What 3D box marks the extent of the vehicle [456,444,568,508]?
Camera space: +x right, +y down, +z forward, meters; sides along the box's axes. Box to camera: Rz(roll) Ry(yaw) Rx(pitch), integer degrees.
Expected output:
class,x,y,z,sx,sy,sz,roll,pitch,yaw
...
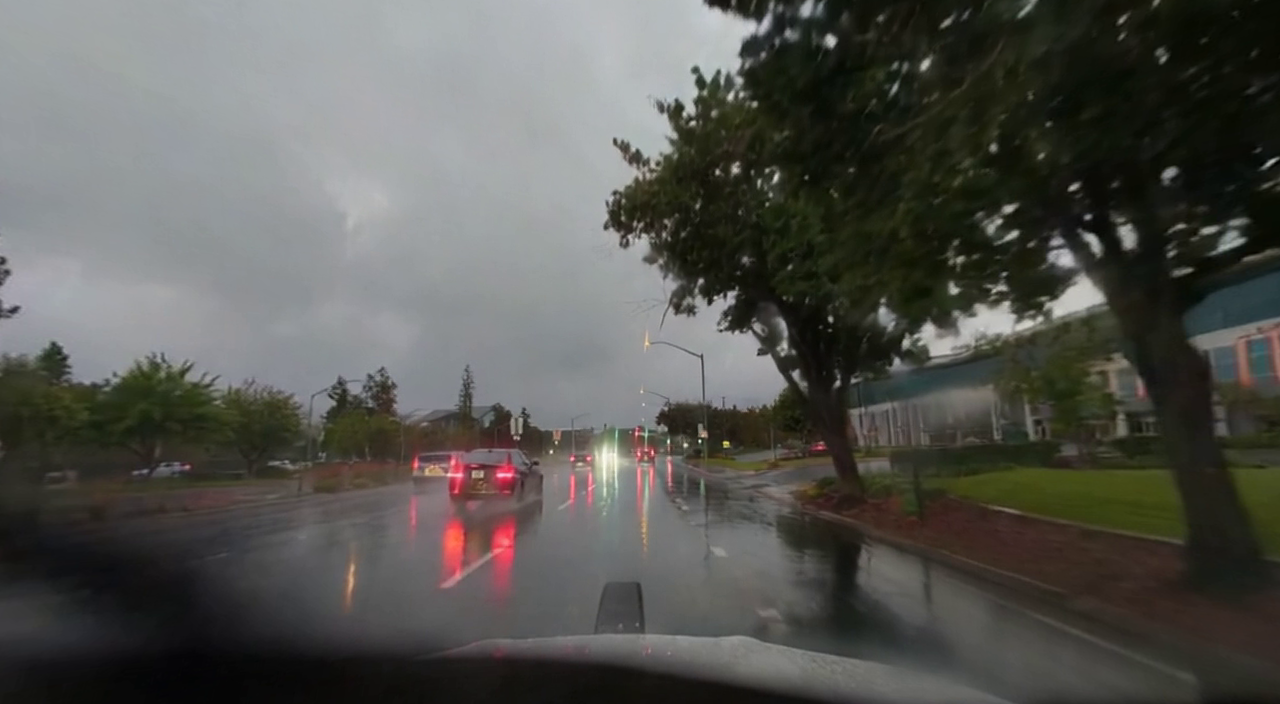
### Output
class,x,y,z,sx,sy,sz,roll,pitch,yaw
vehicle,-3.266,3.266,17.147,2.011,1.483,4.596,0,-9,1

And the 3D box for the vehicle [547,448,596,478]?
class,x,y,z,sx,sy,sz,roll,pitch,yaw
vehicle,-3.443,5.697,32.607,1.971,1.414,4.317,0,-9,1

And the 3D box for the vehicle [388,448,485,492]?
class,x,y,z,sx,sy,sz,roll,pitch,yaw
vehicle,-7.496,4.371,23.811,1.976,1.497,4.709,0,-9,2
